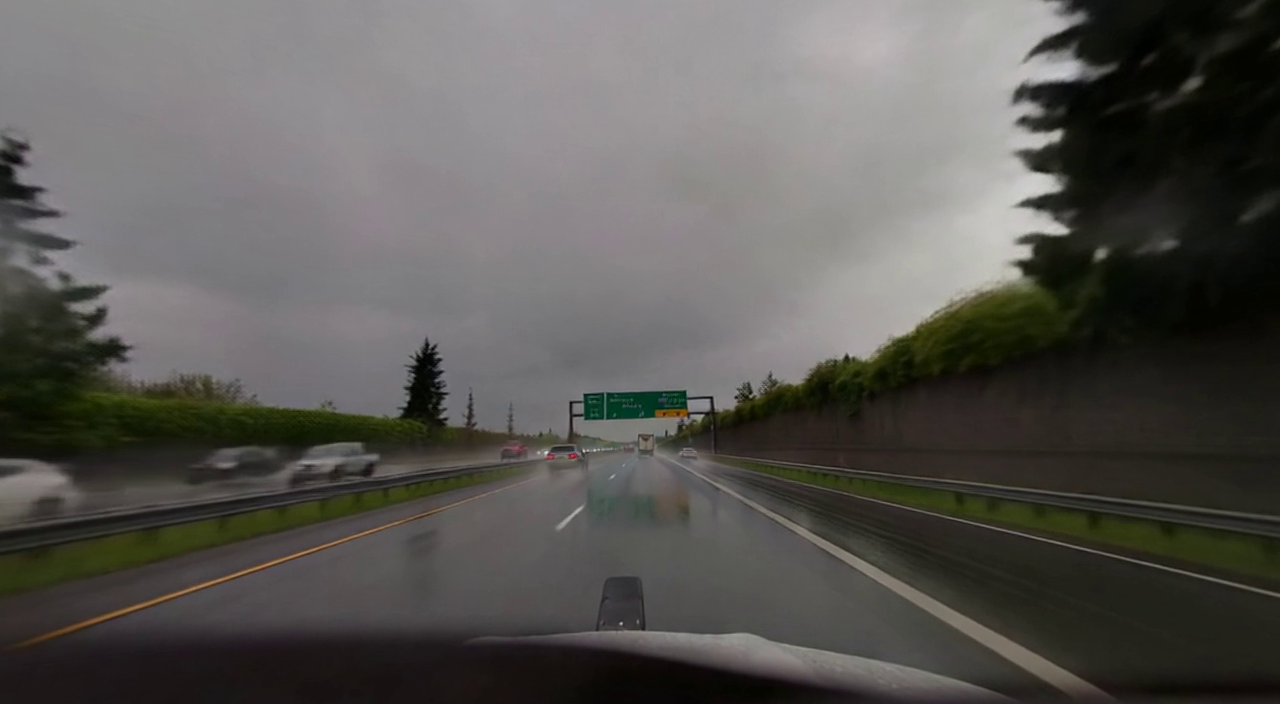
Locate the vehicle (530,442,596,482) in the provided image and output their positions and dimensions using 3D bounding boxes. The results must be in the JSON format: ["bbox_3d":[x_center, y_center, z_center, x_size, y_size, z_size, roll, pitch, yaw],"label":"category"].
[{"bbox_3d":[-3.049,4.471,25.909,2.020,1.475,4.434,0,-9,1],"label":"vehicle"}]

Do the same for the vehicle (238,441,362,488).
[{"bbox_3d":[-12.073,4.013,22.848,1.936,1.525,4.548,0,-9,0],"label":"vehicle"}]

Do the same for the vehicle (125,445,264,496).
[{"bbox_3d":[-16.400,4.344,23.565,1.918,1.668,4.421,0,-9,0],"label":"vehicle"}]
